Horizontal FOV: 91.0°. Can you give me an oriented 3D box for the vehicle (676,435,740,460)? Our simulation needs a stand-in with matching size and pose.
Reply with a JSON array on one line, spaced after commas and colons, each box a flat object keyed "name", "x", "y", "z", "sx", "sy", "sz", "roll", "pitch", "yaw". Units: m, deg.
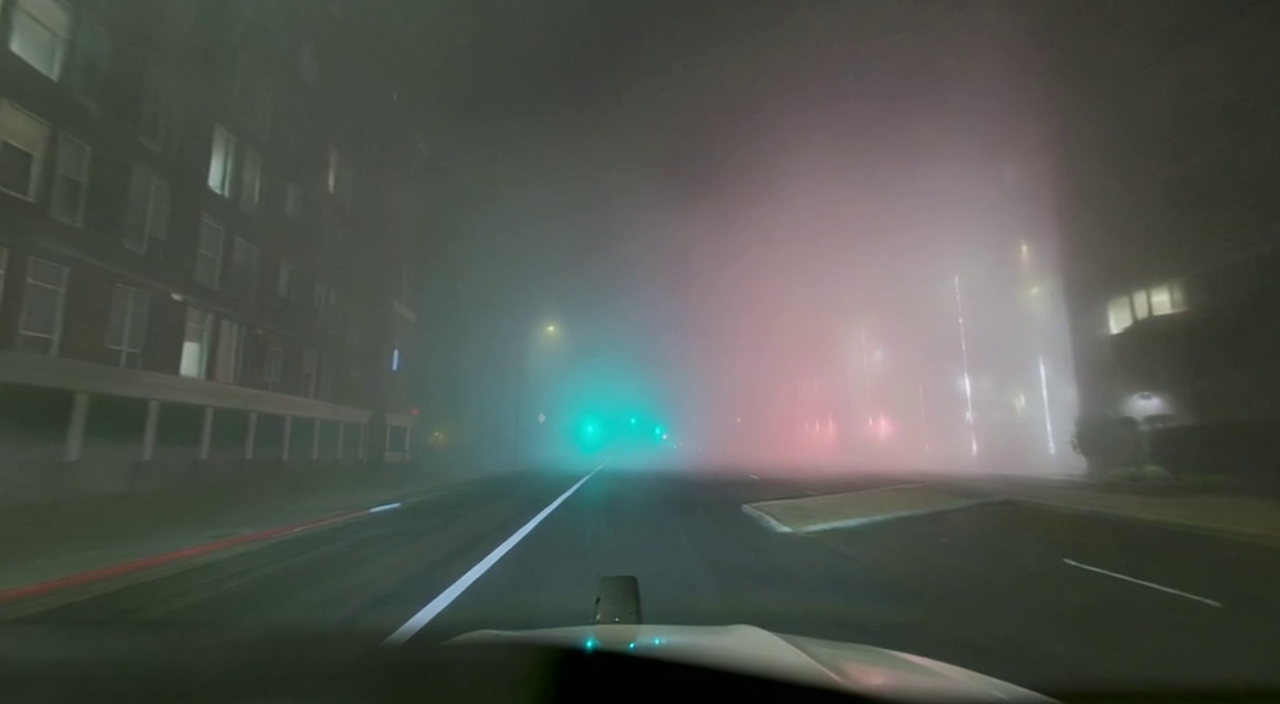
[{"name": "vehicle", "x": 4.498, "y": 6.302, "z": 41.532, "sx": 3.844, "sy": 1.524, "sz": 1.847, "roll": 4, "pitch": -9, "yaw": -32}]
